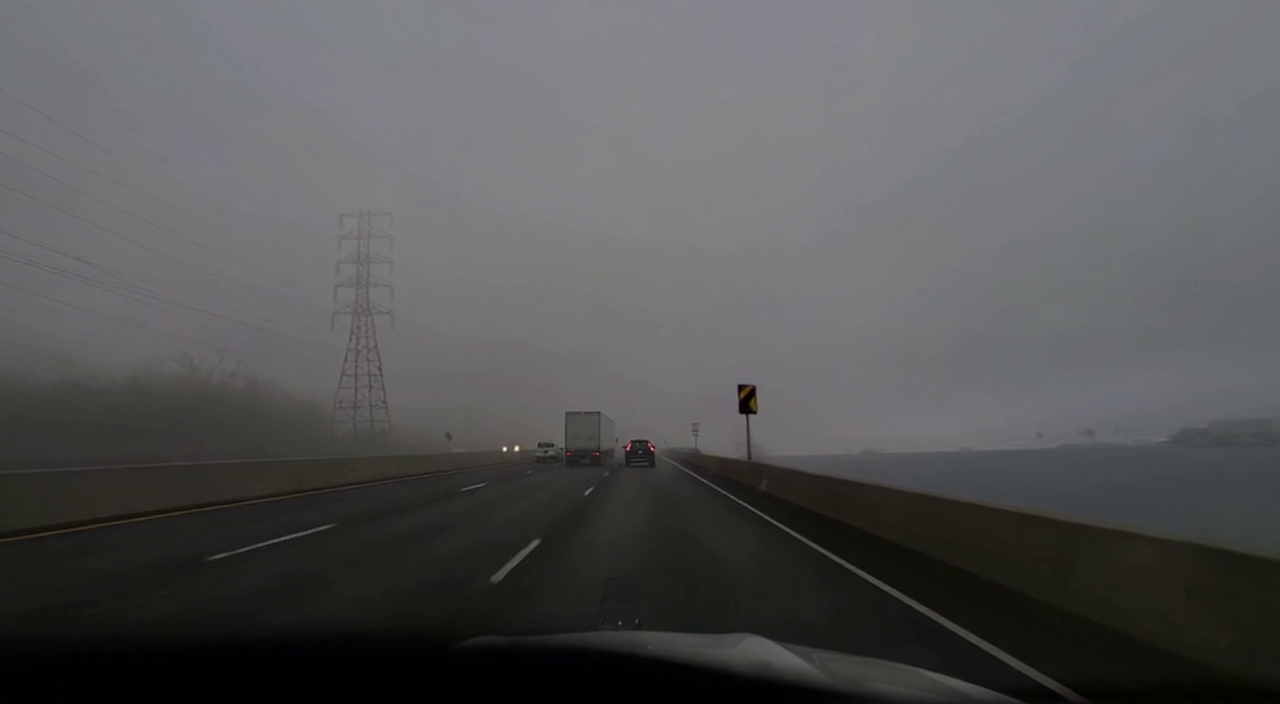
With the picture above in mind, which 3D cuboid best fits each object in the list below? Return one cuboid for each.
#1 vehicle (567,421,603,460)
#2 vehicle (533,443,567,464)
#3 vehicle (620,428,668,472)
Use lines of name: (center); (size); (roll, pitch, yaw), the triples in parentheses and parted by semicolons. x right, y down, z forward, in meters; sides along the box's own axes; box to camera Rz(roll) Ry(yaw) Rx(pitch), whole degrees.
vehicle: (-3.635, 5.925, 42.244); (2.178, 2.522, 2.054); (0, -8, 1)
vehicle: (-6.936, 7.834, 49.057); (2.004, 1.545, 4.513); (0, -8, 0)
vehicle: (0.235, 5.153, 33.451); (2.358, 2.144, 4.713); (0, -8, 1)
